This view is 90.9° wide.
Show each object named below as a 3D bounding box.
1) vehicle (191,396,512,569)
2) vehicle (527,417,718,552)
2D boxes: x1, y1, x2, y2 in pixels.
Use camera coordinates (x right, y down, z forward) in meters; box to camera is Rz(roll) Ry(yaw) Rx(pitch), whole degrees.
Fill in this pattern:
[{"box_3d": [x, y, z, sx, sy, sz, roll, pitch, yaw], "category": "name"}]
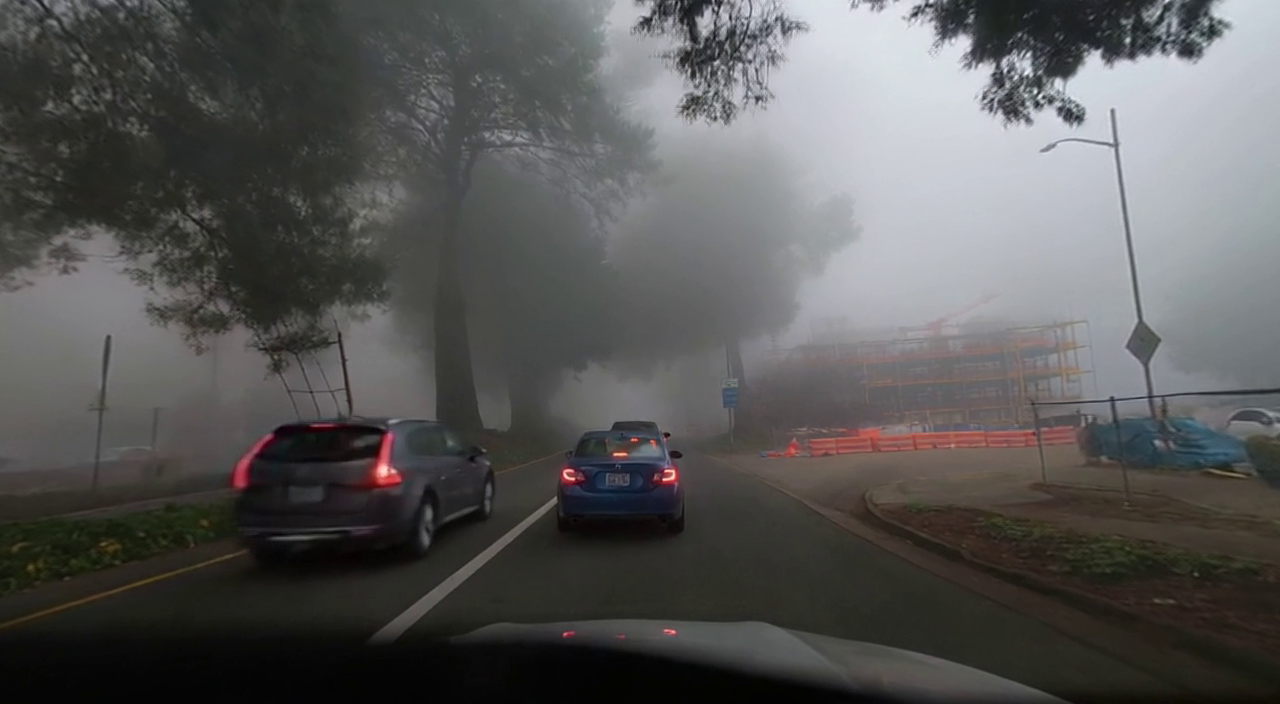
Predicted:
[{"box_3d": [-3.269, 1.591, 8.388, 2.139, 1.680, 4.344, 0, -8, 1], "category": "vehicle"}, {"box_3d": [-0.194, 1.777, 9.120, 2.112, 1.482, 4.076, 0, -8, 0], "category": "vehicle"}]
